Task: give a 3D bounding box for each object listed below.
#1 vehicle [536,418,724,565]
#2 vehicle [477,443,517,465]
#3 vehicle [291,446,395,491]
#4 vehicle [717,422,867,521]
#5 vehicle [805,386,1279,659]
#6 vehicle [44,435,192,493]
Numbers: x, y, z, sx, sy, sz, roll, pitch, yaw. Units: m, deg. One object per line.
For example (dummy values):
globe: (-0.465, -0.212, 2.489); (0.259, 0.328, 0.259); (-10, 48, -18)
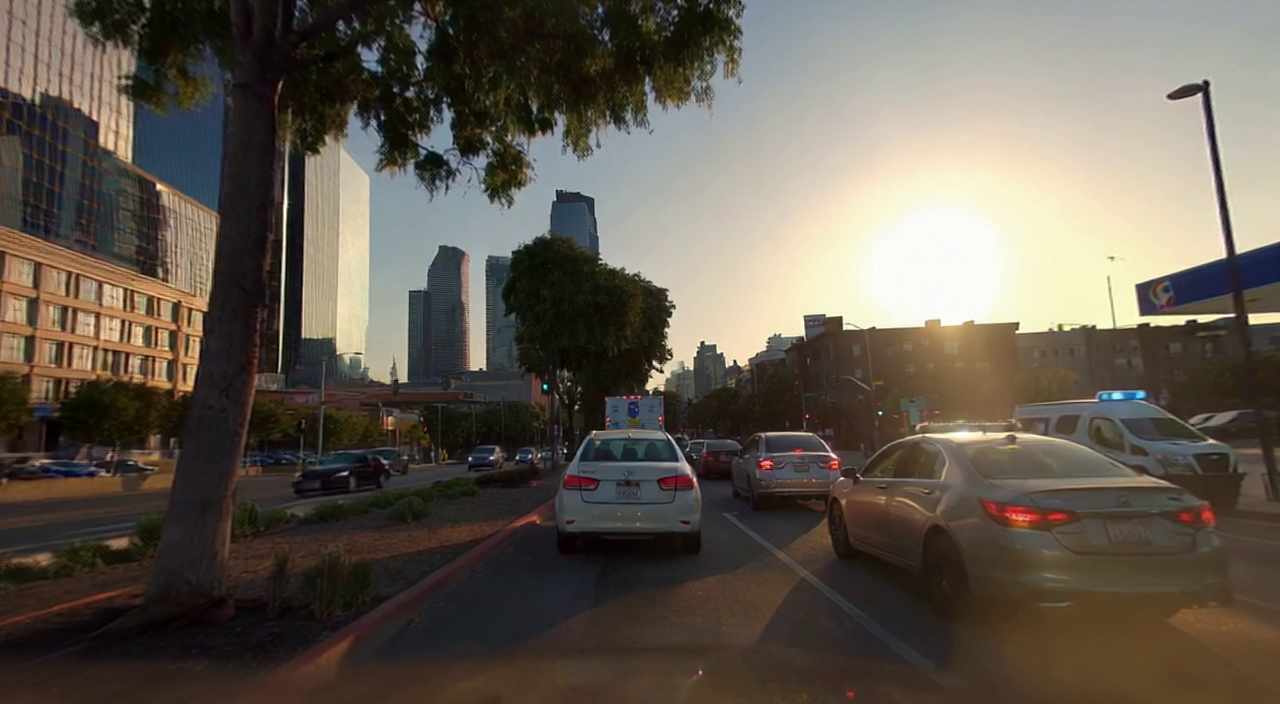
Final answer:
vehicle: (-0.161, 1.849, 9.025); (2.106, 1.613, 3.697); (0, -9, -1)
vehicle: (-11.158, 7.995, 49.638); (2.055, 1.663, 4.637); (-1, -9, 1)
vehicle: (-11.380, 4.466, 24.599); (1.955, 1.546, 4.232); (0, -9, 0)
vehicle: (2.904, 2.389, 13.092); (1.995, 1.677, 4.106); (0, -9, -1)
vehicle: (3.361, 1.397, 6.273); (2.056, 1.700, 4.399); (0, -9, -3)
vehicle: (-26.949, 5.757, 33.051); (2.571, 2.711, 6.027); (0, -9, 0)
